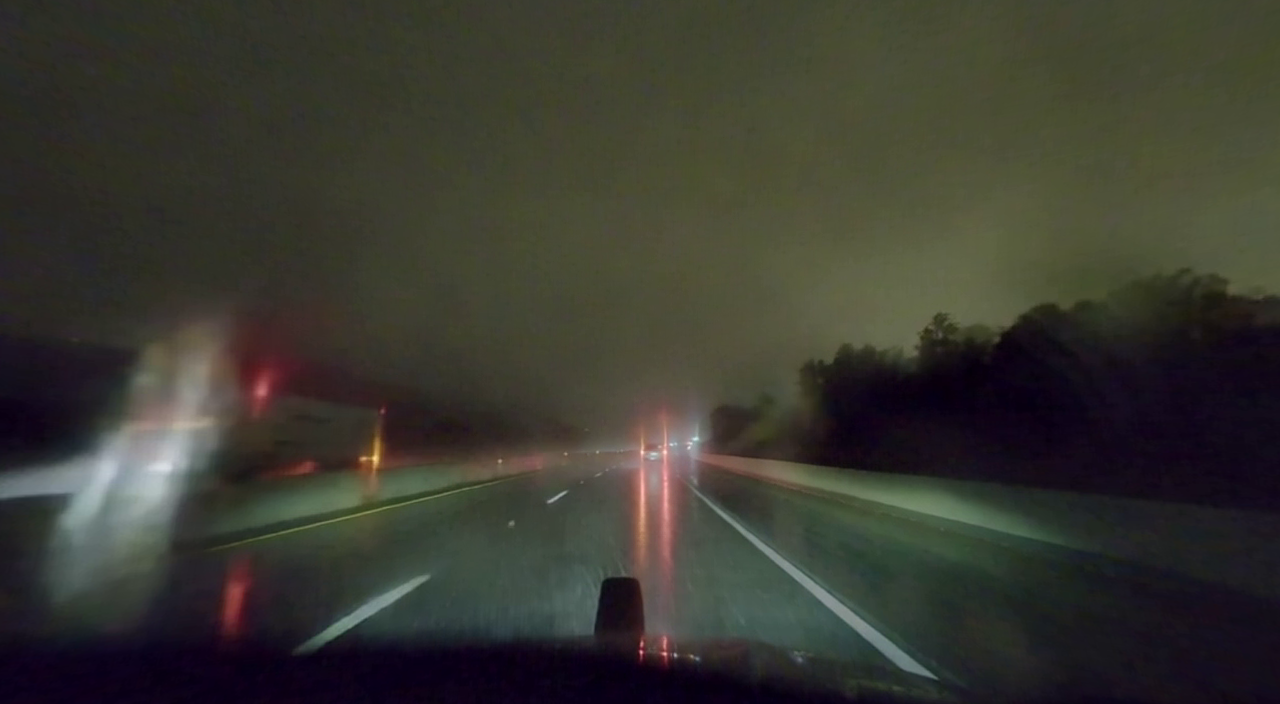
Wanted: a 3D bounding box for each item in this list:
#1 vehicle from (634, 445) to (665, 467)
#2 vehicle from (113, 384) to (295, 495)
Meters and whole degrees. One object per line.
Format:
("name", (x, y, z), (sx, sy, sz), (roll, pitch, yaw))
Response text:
("vehicle", (0.741, 7.832, 47.588), (2.221, 1.603, 4.149), (0, -9, 1))
("vehicle", (-17.221, 3.567, 25.550), (3.024, 3.921, 5.784), (0, -9, 0))
